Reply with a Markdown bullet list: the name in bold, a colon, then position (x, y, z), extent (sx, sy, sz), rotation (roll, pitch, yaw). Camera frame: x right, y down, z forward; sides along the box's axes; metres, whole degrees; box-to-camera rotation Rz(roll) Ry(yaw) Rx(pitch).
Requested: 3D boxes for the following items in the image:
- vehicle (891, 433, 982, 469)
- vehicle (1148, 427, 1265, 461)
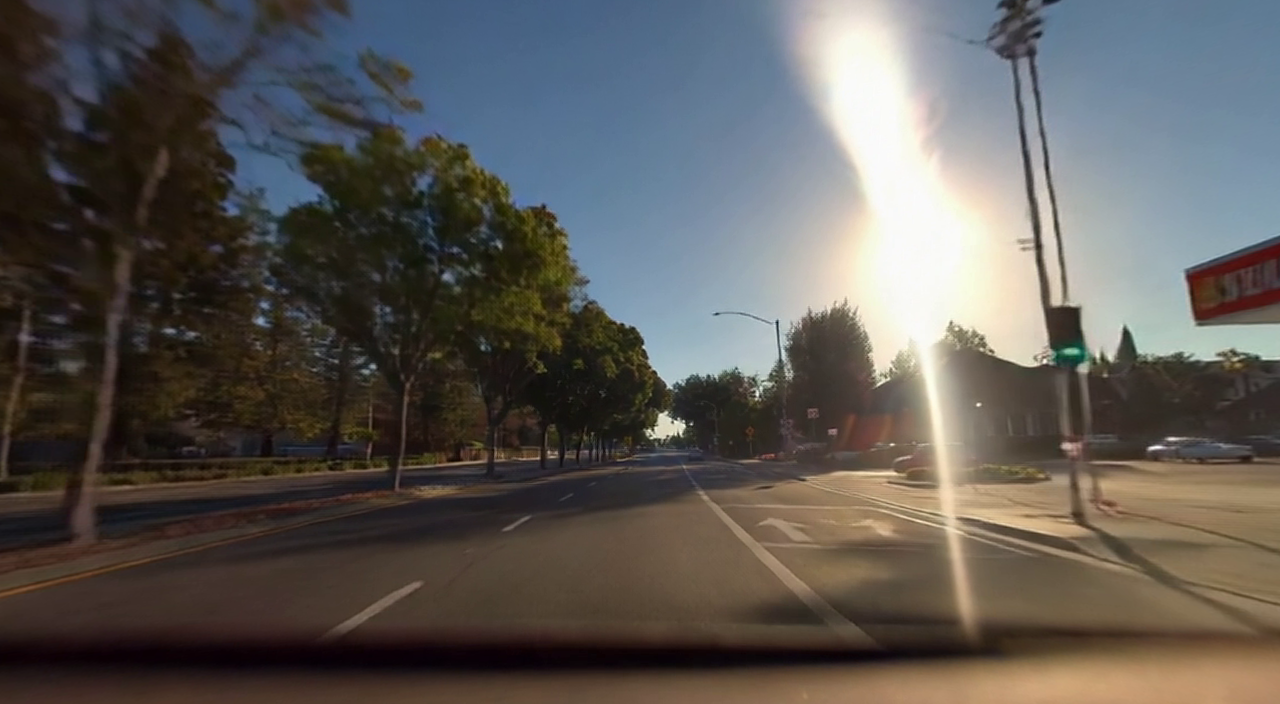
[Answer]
- **vehicle**: position (14.091, 4.756, 29.900), extent (4.744, 1.475, 2.008), rotation (9, -16, -41)
- **vehicle**: position (31.586, 5.152, 35.455), extent (2.045, 1.778, 4.517), rotation (1, -9, -6)
